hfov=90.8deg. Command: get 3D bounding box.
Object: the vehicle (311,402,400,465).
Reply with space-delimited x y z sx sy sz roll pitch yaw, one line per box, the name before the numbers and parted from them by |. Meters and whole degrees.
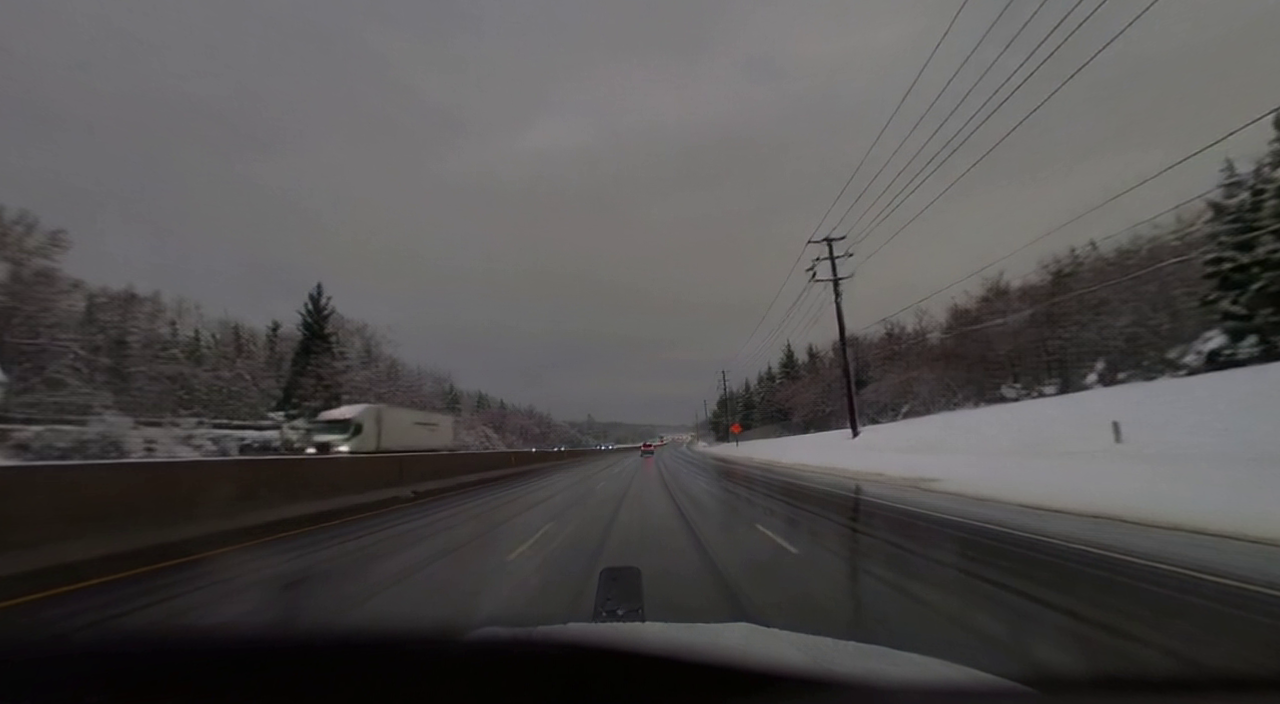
vehicle | -18.958 5.559 42.496 3.013 3.943 5.919 0 -9 1
